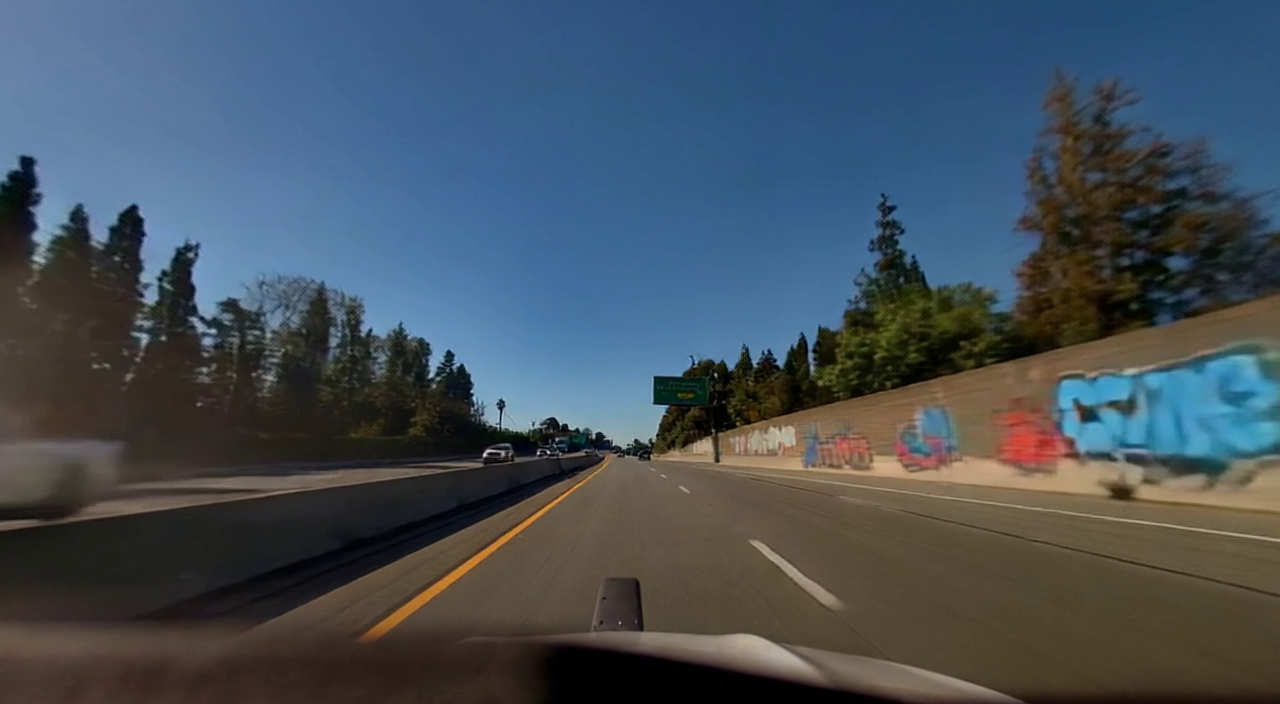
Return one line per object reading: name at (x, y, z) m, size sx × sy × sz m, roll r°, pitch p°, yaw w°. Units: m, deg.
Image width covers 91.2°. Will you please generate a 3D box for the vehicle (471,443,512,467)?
vehicle at (-9.995, 6.979, 42.519) m, size 1.834 × 1.482 × 3.947 m, roll 0°, pitch -9°, yaw 0°
